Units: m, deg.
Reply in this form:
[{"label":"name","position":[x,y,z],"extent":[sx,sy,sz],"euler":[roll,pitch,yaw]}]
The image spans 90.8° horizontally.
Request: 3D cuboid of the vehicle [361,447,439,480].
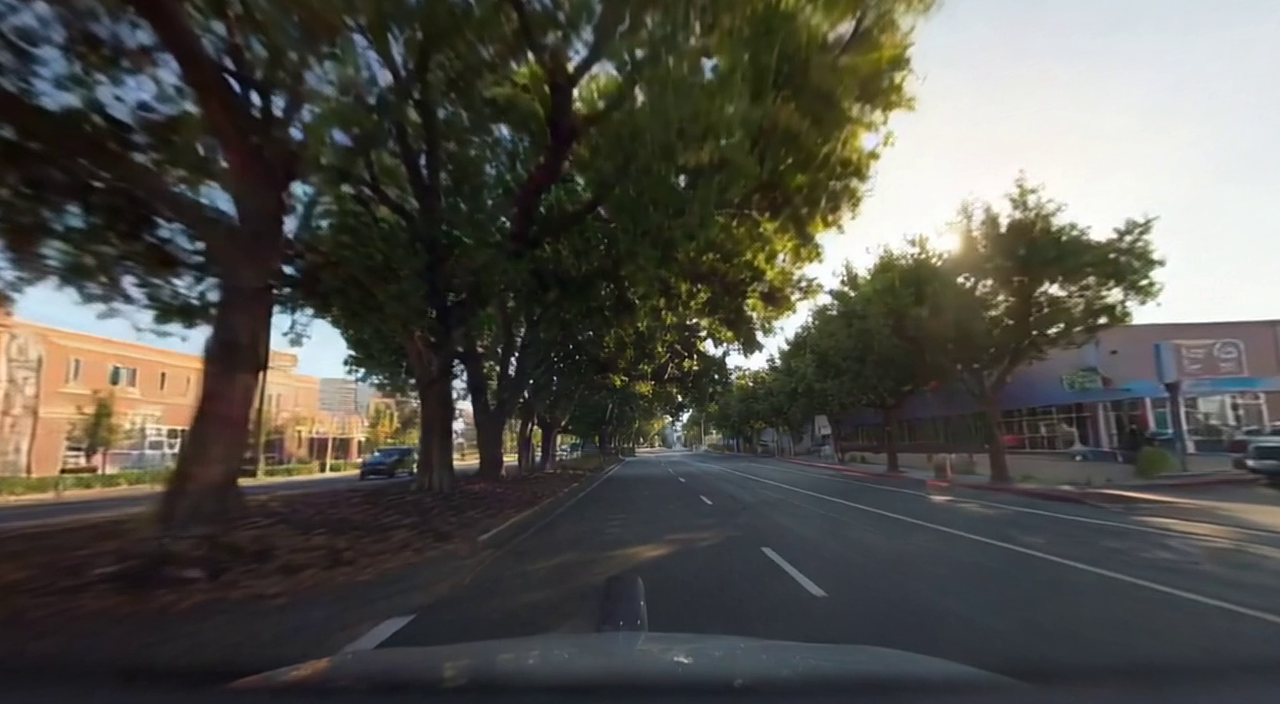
[{"label":"vehicle","position":[-11.740,5.436,31.233],"extent":[1.972,1.466,4.683],"euler":[0,-8,1]}]
